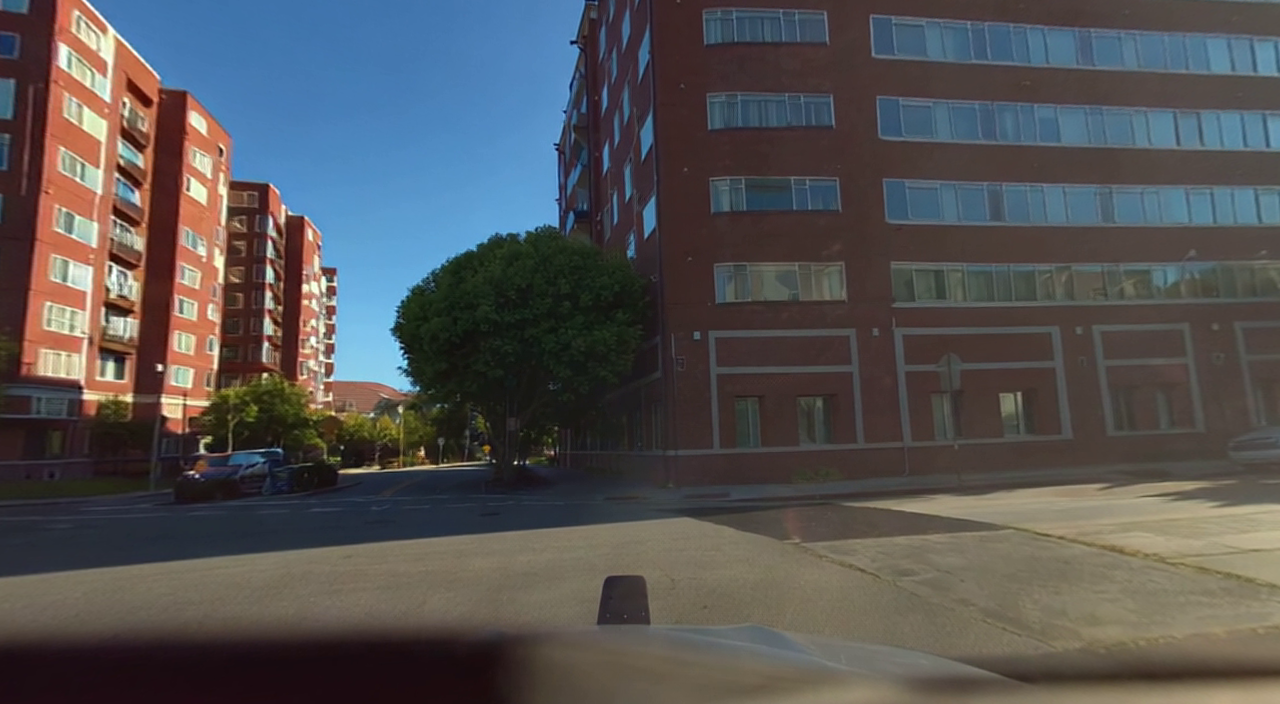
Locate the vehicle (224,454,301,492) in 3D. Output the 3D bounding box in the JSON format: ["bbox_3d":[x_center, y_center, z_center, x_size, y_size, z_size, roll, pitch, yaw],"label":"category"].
[{"bbox_3d":[-16.966,5.418,28.557,1.941,1.442,4.384,1,-8,-17],"label":"vehicle"}]

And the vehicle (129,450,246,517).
[{"bbox_3d":[-12.263,3.492,17.392,2.027,1.475,4.522,2,-9,-29],"label":"vehicle"}]
